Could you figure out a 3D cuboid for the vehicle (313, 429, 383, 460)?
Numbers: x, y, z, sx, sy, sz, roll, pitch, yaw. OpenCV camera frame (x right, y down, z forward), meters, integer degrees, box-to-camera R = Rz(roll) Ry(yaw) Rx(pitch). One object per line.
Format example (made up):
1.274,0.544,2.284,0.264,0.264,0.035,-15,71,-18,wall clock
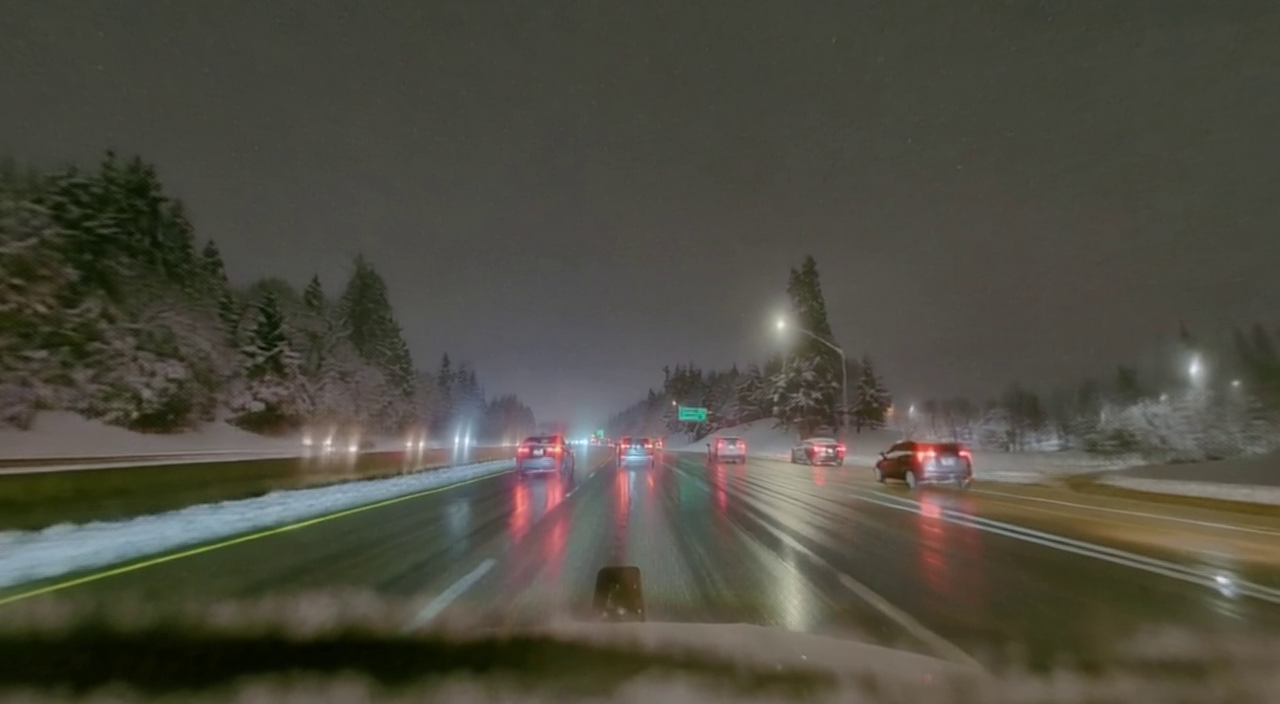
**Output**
-18.166,5.781,39.413,2.029,1.791,4.668,0,-9,2,vehicle

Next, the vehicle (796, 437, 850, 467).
11.392,6.277,39.540,2.010,1.765,4.375,0,-9,-1,vehicle

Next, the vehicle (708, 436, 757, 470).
4.897,5.448,33.979,2.022,1.682,4.226,0,-9,0,vehicle

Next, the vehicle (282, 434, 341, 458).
-24.220,6.931,46.586,1.939,1.654,4.333,0,-9,1,vehicle

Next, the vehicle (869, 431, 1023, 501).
7.736,2.907,16.429,1.989,1.569,3.964,0,-9,0,vehicle

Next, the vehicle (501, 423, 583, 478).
-3.448,3.622,23.272,2.199,1.777,4.790,0,-9,1,vehicle

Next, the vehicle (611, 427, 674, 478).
0.086,3.760,23.752,2.181,1.728,3.970,0,-9,0,vehicle
